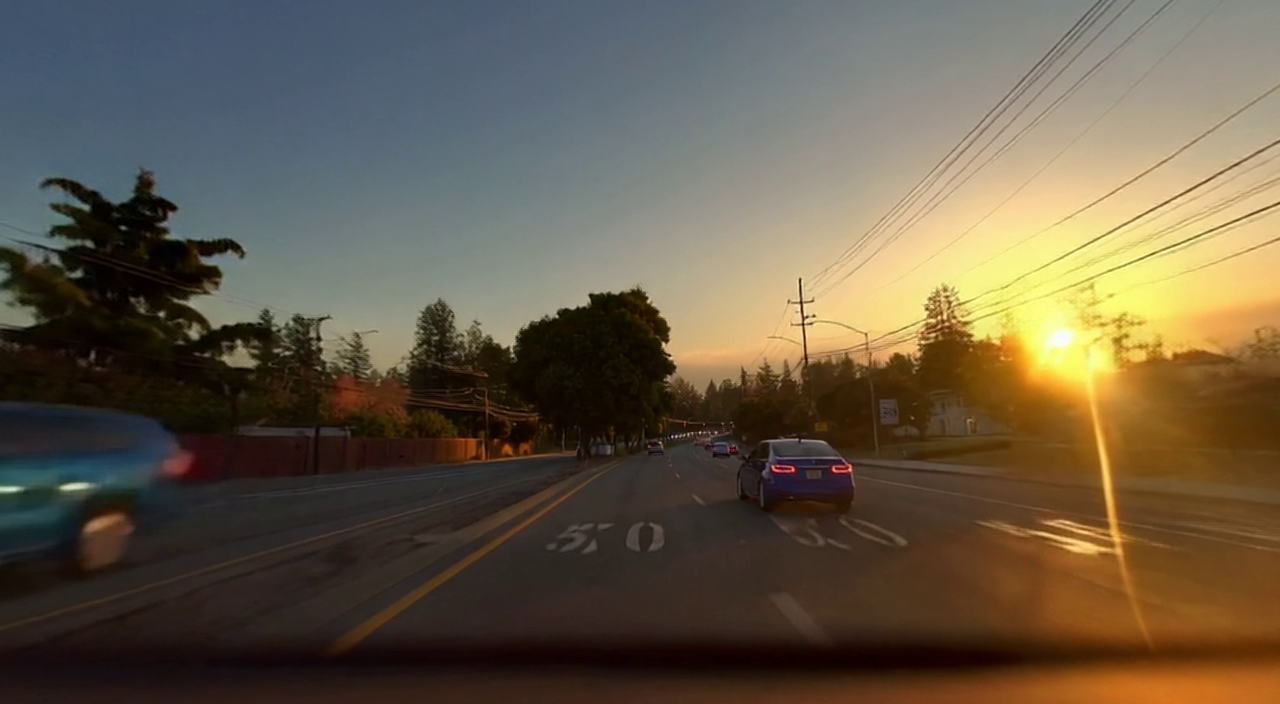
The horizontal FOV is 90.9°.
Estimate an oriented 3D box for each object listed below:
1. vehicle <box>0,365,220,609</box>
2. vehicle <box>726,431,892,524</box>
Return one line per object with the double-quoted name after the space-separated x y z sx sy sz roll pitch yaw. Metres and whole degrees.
-5.981 1.091 5.186 1.983 1.882 4.281 0 -8 1 "vehicle"
3.036 2.350 12.402 2.063 1.481 4.247 0 -8 0 "vehicle"
